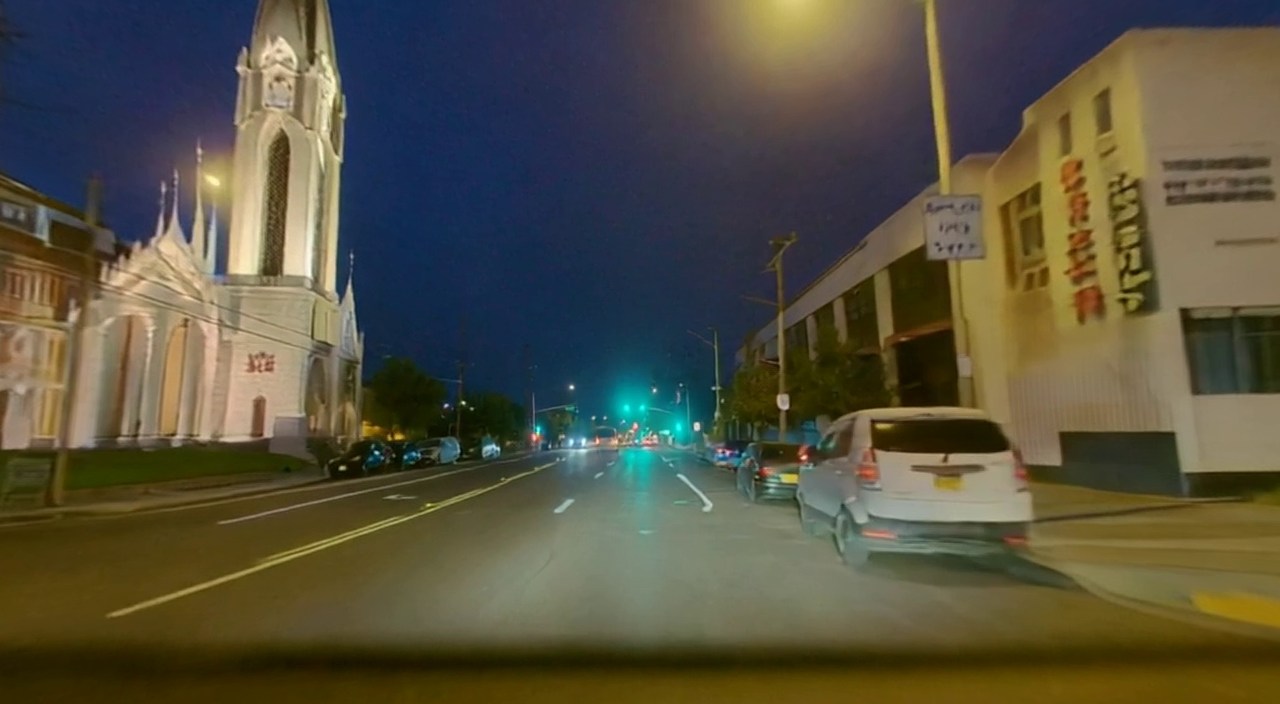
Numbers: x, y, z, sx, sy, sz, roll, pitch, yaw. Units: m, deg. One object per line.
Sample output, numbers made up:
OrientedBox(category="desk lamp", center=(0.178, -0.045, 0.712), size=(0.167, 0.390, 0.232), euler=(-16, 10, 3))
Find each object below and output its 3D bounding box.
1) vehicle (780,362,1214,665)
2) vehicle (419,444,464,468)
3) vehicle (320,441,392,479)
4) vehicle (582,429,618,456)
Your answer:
OrientedBox(category="vehicle", center=(3.086, 1.456, 7.058), size=(2.074, 2.041, 5.045), euler=(2, -8, 2))
OrientedBox(category="vehicle", center=(-15.282, 7.984, 48.928), size=(2.076, 1.672, 4.499), euler=(-2, -8, 0))
OrientedBox(category="vehicle", center=(-15.033, 5.724, 33.760), size=(1.978, 1.819, 4.477), euler=(-2, -9, -3))
OrientedBox(category="vehicle", center=(-2.914, 6.766, 47.380), size=(2.293, 1.936, 4.737), euler=(0, -8, 1))
